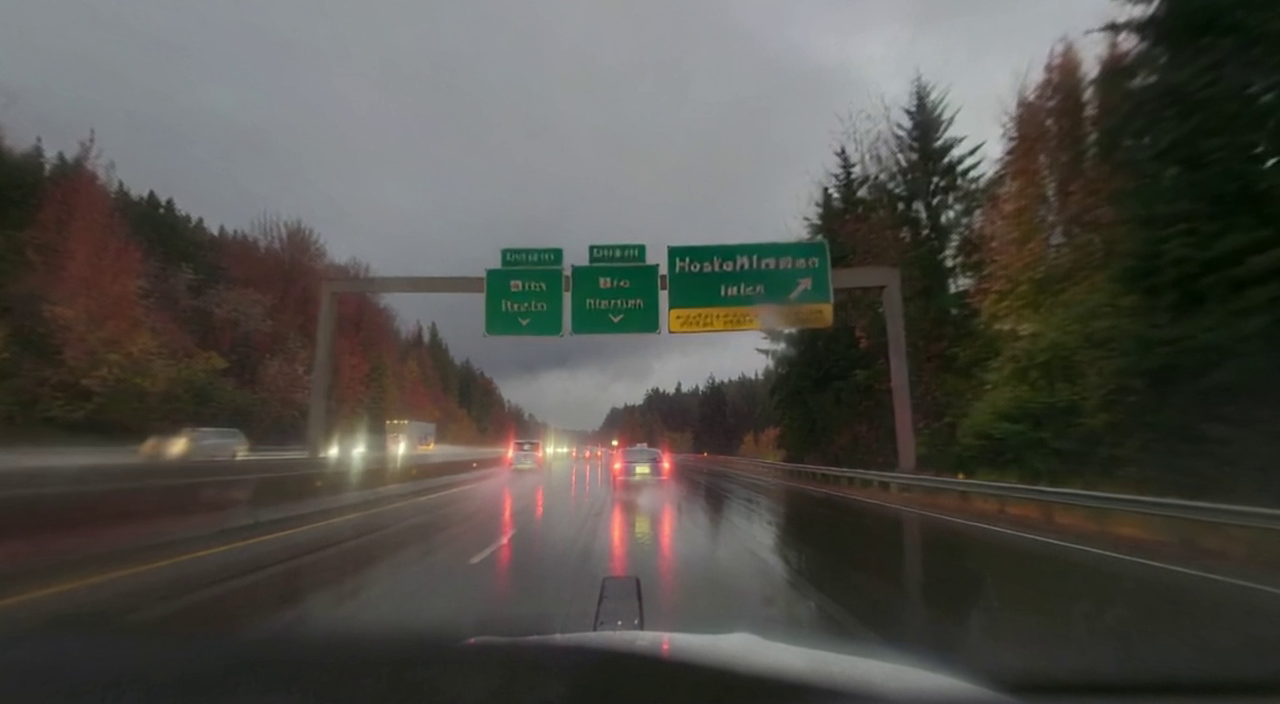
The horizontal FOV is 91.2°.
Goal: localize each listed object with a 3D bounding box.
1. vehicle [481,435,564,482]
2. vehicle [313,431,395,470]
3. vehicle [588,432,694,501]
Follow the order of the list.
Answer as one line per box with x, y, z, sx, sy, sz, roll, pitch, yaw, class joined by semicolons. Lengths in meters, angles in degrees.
-4.515;4.186;24.918;2.545;1.679;4.267;0;-9;-1;vehicle
-15.840;5.508;35.099;2.107;1.969;5.204;0;-9;1;vehicle
-0.019;3.164;17.722;2.634;1.679;4.070;0;-9;-1;vehicle
